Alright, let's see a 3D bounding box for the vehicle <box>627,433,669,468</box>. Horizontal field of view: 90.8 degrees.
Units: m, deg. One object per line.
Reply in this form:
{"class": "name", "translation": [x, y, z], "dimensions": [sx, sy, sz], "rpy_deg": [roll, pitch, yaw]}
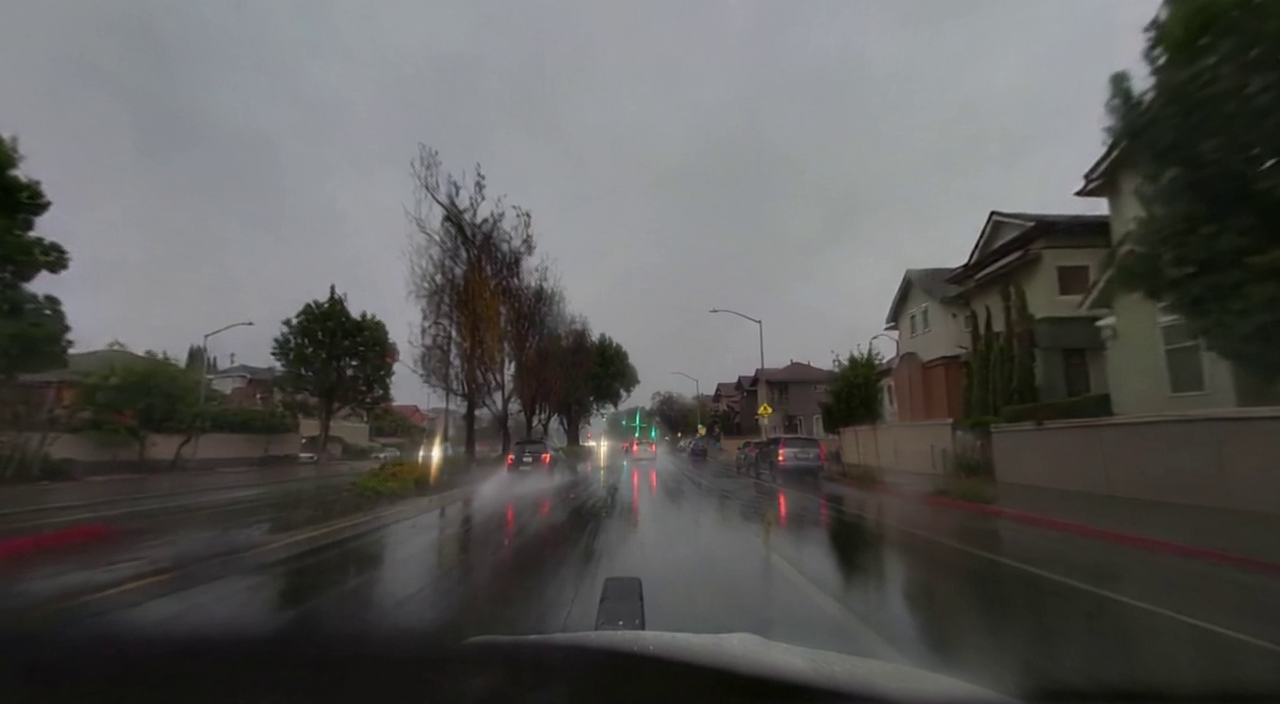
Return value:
{"class": "vehicle", "translation": [0.452, 5.699, 36.719], "dimensions": [2.273, 1.851, 5.075], "rpy_deg": [0, -9, 0]}

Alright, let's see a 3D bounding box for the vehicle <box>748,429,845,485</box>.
{"class": "vehicle", "translation": [5.773, 3.988, 24.216], "dimensions": [2.217, 1.874, 5.660], "rpy_deg": [0, -9, 0]}

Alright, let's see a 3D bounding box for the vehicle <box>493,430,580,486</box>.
{"class": "vehicle", "translation": [-3.538, 3.755, 22.547], "dimensions": [2.233, 1.775, 4.491], "rpy_deg": [0, -9, 1]}
